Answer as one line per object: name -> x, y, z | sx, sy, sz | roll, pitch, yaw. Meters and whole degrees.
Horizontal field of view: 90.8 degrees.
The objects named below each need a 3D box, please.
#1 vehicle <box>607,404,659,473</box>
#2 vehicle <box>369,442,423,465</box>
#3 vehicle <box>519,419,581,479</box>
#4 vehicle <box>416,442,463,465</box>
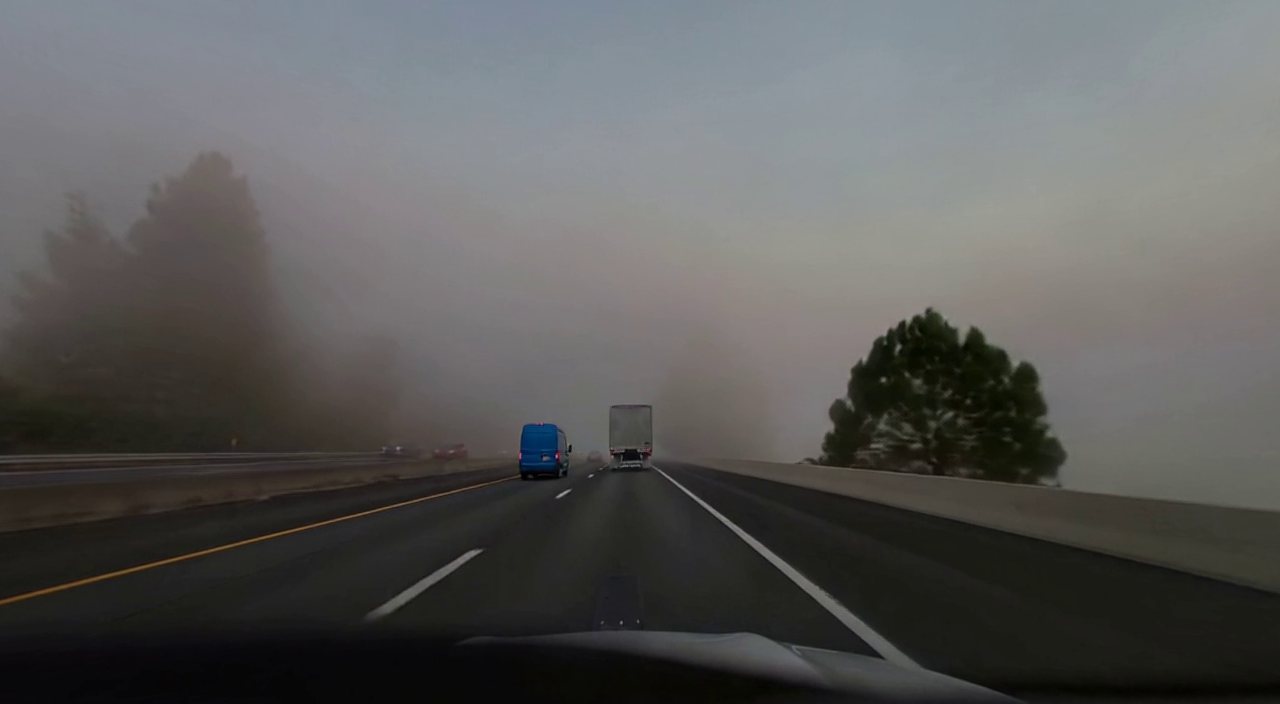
vehicle -> -0.542, 5.864, 42.111 | 2.995, 4.036, 10.311 | 0, -9, -2
vehicle -> -17.230, 7.188, 44.788 | 1.977, 1.519, 4.809 | 0, -9, -1
vehicle -> -4.550, 5.070, 32.959 | 2.357, 2.786, 6.144 | 0, -9, -1
vehicle -> -13.671, 6.942, 43.158 | 1.867, 1.486, 4.002 | 0, -9, 0
